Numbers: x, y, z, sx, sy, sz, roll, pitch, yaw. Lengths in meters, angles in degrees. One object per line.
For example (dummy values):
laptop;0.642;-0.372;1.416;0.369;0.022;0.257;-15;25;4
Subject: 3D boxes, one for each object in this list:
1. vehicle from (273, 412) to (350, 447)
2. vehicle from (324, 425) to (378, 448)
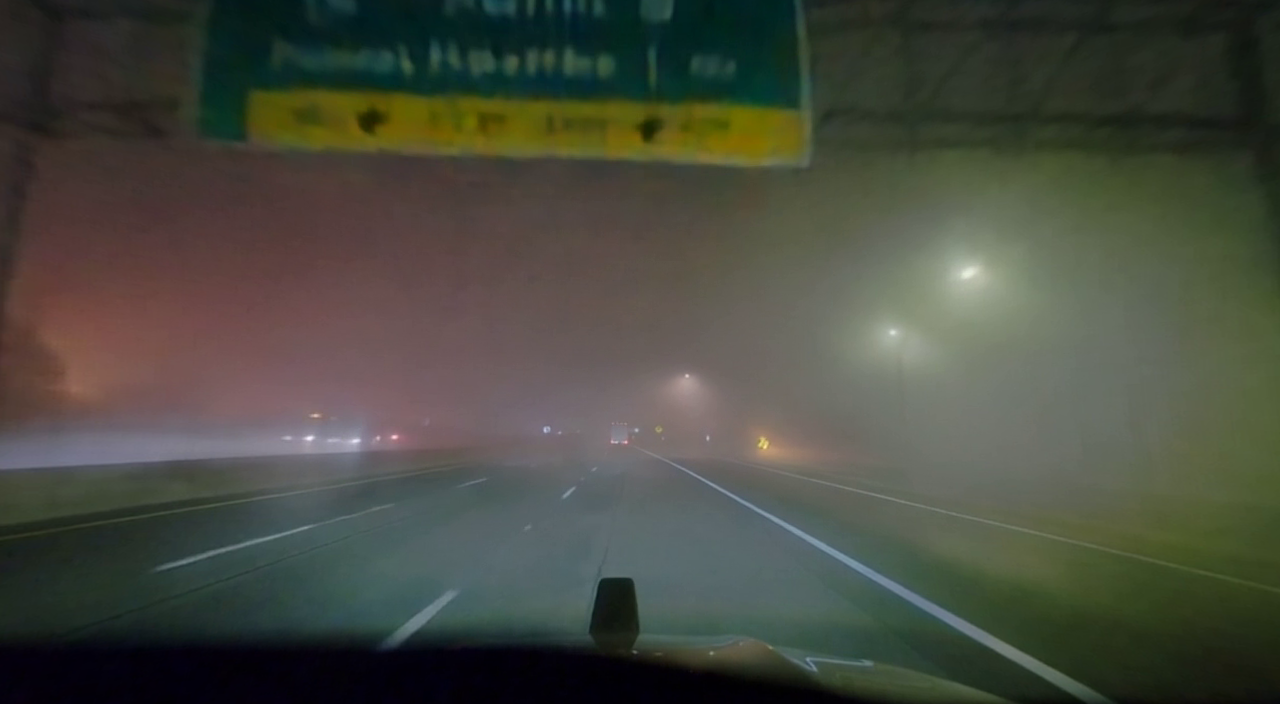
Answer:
vehicle;-24.270;5.848;46.831;2.494;2.385;6.191;0;-8;-1
vehicle;-20.487;6.046;44.862;1.857;1.500;4.421;0;-8;-2
